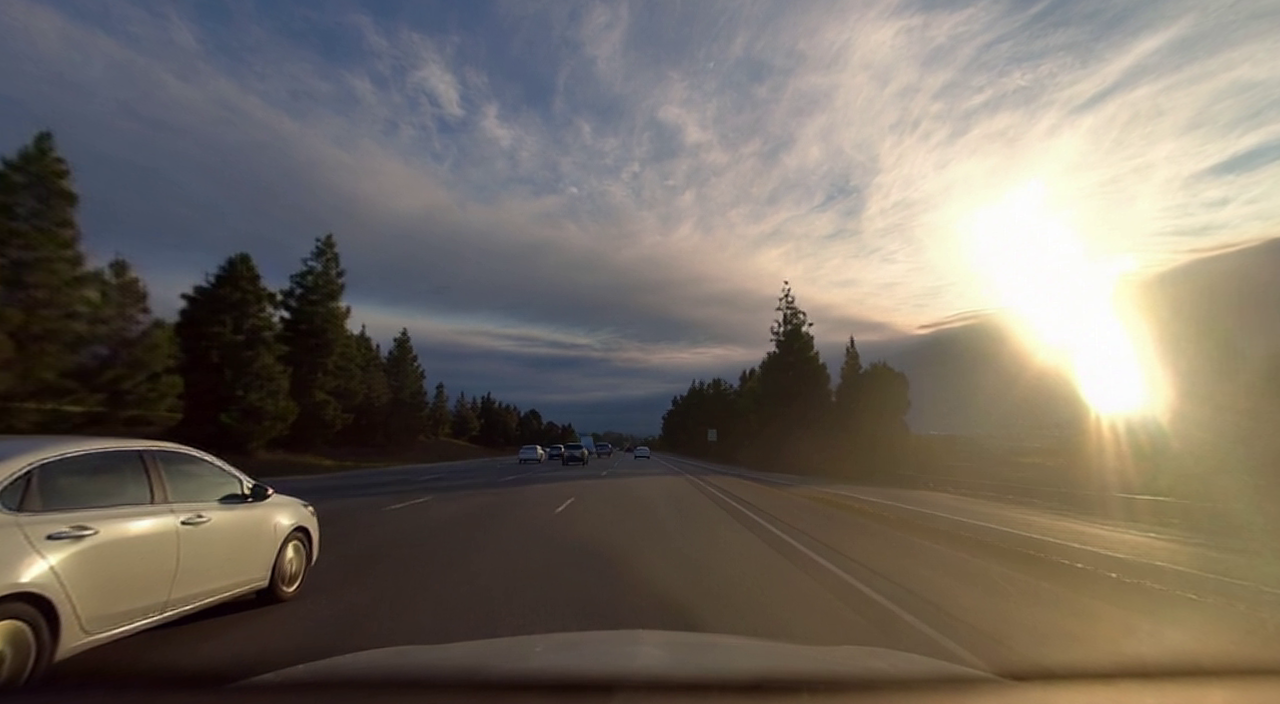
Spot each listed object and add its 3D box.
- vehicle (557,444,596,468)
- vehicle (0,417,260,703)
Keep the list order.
[{"bbox_3d":[-4.093,6.816,41.308,2.120,1.458,4.031,0,-9,1],"label":"vehicle"},{"bbox_3d":[-3.986,1.012,2.649,1.965,1.485,4.460,0,-9,0],"label":"vehicle"}]
